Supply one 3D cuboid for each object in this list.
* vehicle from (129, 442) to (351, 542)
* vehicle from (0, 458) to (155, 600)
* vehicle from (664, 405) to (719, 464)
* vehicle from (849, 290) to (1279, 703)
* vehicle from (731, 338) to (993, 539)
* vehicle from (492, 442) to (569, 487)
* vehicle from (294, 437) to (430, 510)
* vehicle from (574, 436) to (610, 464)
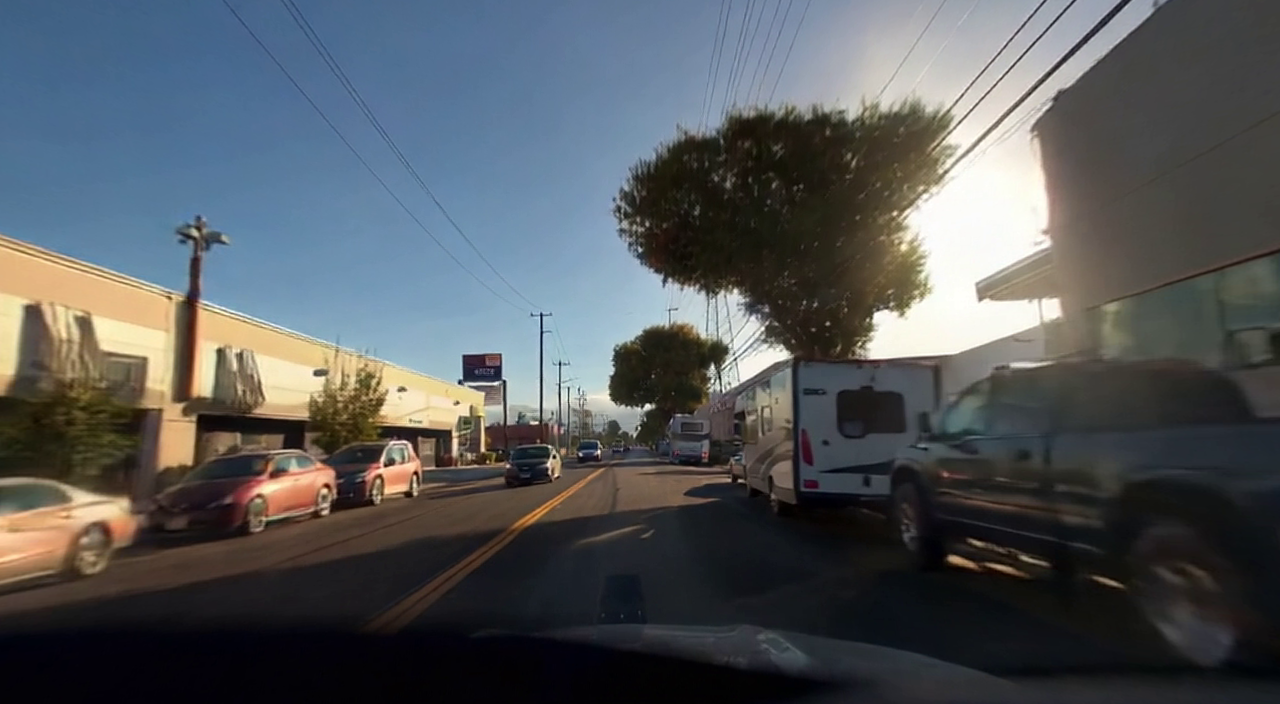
[{"bbox_3d":[-7.966,2.759,13.212,1.903,1.710,4.322,0,-8,-2],"label":"vehicle"},{"bbox_3d":[-7.778,1.941,6.834,1.759,1.461,4.308,0,-8,-2],"label":"vehicle"},{"bbox_3d":[3.787,6.541,48.890,3.029,3.860,7.726,-4,-10,-3],"label":"vehicle"},{"bbox_3d":[3.658,1.016,4.480,2.218,1.956,5.916,0,-8,-1],"label":"vehicle"},{"bbox_3d":[3.720,1.722,12.555,2.880,2.959,6.375,0,-8,1],"label":"vehicle"},{"bbox_3d":[-3.924,4.116,23.490,1.966,1.482,4.473,0,-8,1],"label":"vehicle"},{"bbox_3d":[-7.940,3.479,18.669,2.001,1.830,4.735,0,-8,-2],"label":"vehicle"},{"bbox_3d":[-3.652,7.523,48.635,2.307,1.998,4.734,0,-8,1],"label":"vehicle"}]
